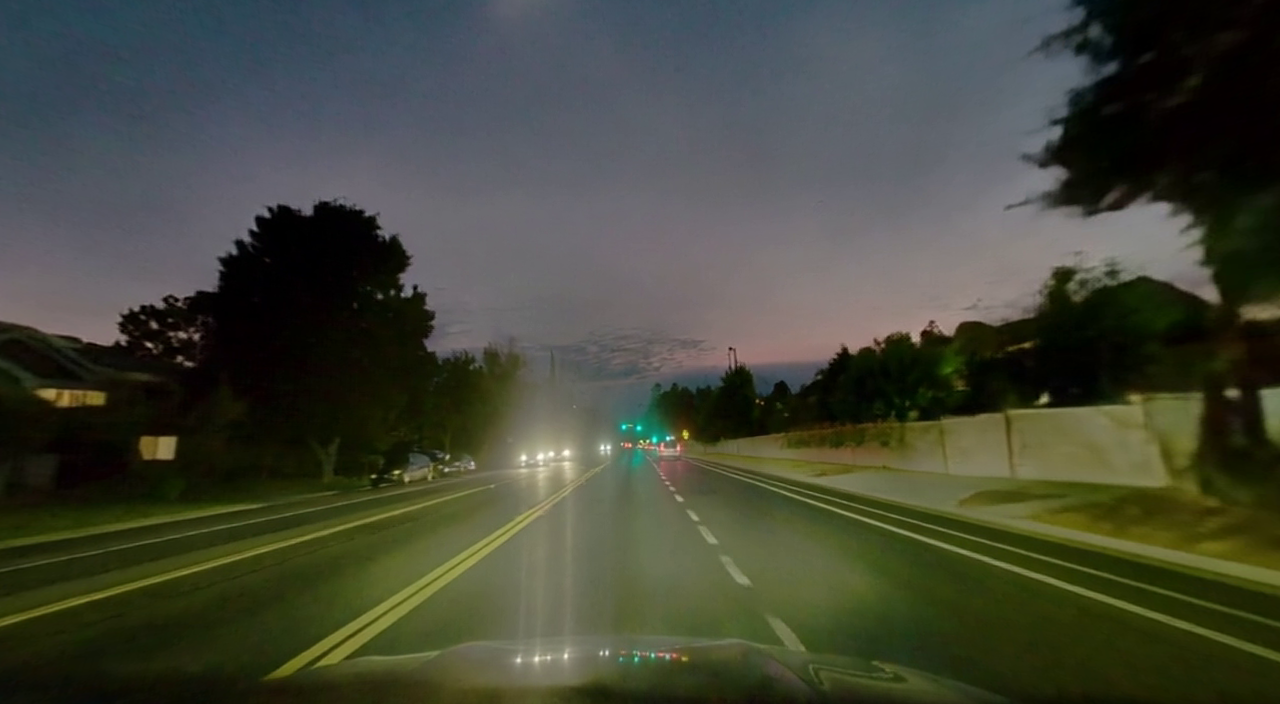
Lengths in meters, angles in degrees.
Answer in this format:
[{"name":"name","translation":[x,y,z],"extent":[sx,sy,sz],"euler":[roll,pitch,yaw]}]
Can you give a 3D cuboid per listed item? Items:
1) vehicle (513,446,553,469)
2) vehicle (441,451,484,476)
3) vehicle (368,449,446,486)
[{"name":"vehicle","translation":[-7.421,7.377,44.299],"extent":[2.004,1.508,4.525],"euler":[0,-9,0]},{"name":"vehicle","translation":[-12.612,7.939,45.080],"extent":[1.969,1.613,4.129],"euler":[-3,-9,-1]},{"name":"vehicle","translation":[-12.422,6.177,34.140],"extent":[2.094,1.797,5.655],"euler":[0,-9,0]}]
